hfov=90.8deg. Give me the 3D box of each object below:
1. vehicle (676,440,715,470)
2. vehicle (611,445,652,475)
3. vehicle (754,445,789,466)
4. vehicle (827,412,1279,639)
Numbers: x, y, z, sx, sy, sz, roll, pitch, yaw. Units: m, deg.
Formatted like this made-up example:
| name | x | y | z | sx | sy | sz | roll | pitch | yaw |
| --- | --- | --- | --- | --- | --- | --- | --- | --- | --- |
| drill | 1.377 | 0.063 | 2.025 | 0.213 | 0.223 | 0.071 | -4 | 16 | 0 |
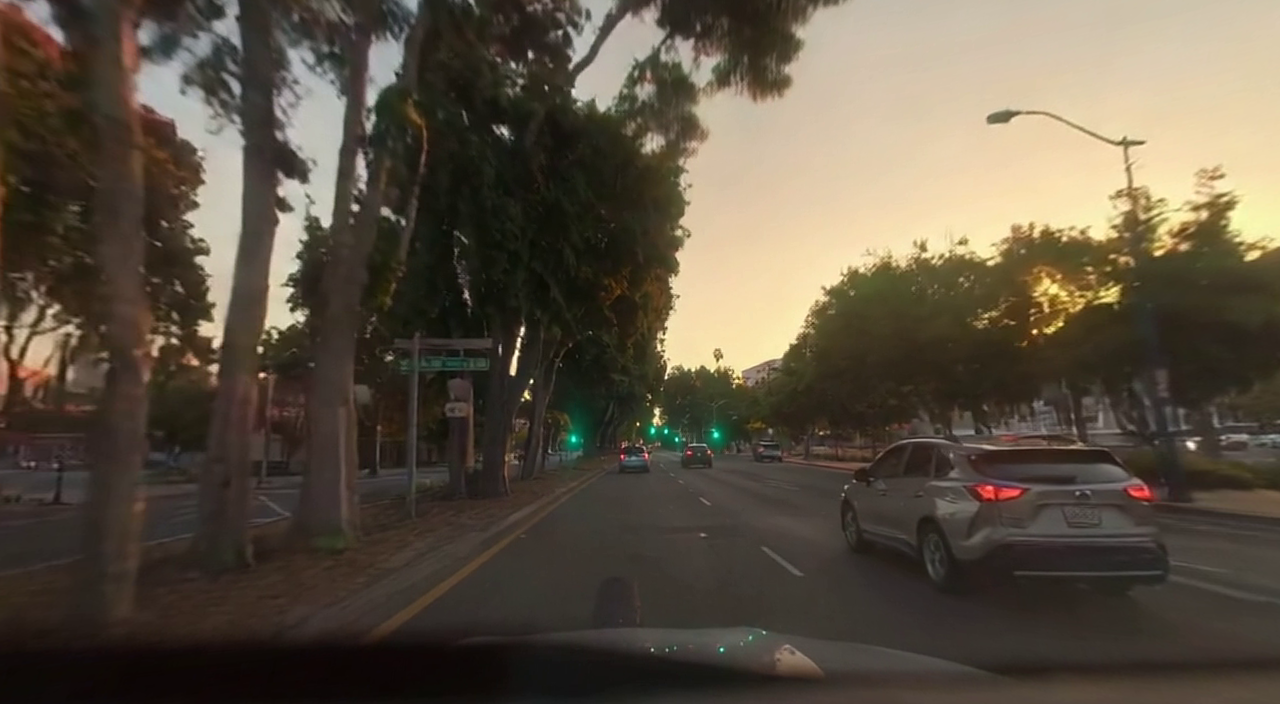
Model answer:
| name | x | y | z | sx | sy | sz | roll | pitch | yaw |
| --- | --- | --- | --- | --- | --- | --- | --- | --- | --- |
| vehicle | 3.435 | 6.495 | 39.935 | 2.036 | 1.757 | 4.300 | 0 | -9 | -1 |
| vehicle | -0.439 | 5.683 | 33.374 | 2.054 | 1.446 | 3.969 | 0 | -9 | -1 |
| vehicle | 10.116 | 7.991 | 48.784 | 1.958 | 1.529 | 4.084 | 0 | -10 | 3 |
| vehicle | 3.464 | 1.488 | 6.345 | 1.937 | 1.538 | 3.832 | 0 | -9 | -1 |
